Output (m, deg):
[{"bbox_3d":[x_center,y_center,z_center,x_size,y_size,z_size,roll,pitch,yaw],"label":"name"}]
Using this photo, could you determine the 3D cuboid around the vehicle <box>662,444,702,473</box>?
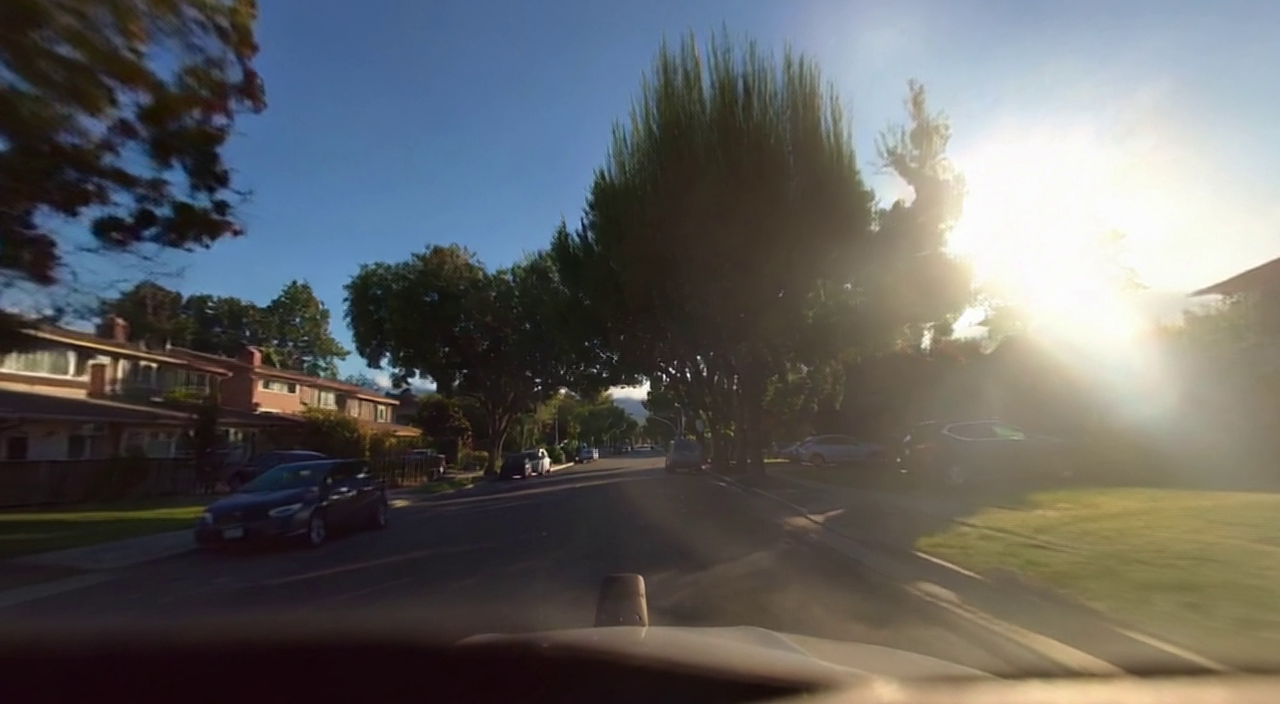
[{"bbox_3d":[2.248,5.825,34.828,2.022,1.483,4.565,0,-9,2],"label":"vehicle"}]

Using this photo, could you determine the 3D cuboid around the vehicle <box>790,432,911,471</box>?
[{"bbox_3d":[8.730,4.166,26.477,4.331,1.570,2.009,0,-9,-1],"label":"vehicle"}]

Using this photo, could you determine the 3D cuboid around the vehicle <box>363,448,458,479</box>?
[{"bbox_3d":[-11.680,5.687,32.345,4.118,1.492,1.902,1,-9,-3],"label":"vehicle"}]

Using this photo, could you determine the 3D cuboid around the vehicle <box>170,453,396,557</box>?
[{"bbox_3d":[-5.987,2.551,11.173,1.878,1.496,3.535,0,-9,0],"label":"vehicle"}]

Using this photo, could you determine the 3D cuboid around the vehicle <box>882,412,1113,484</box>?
[{"bbox_3d":[8.770,2.397,15.797,4.599,1.652,1.903,0,-9,-2],"label":"vehicle"}]
